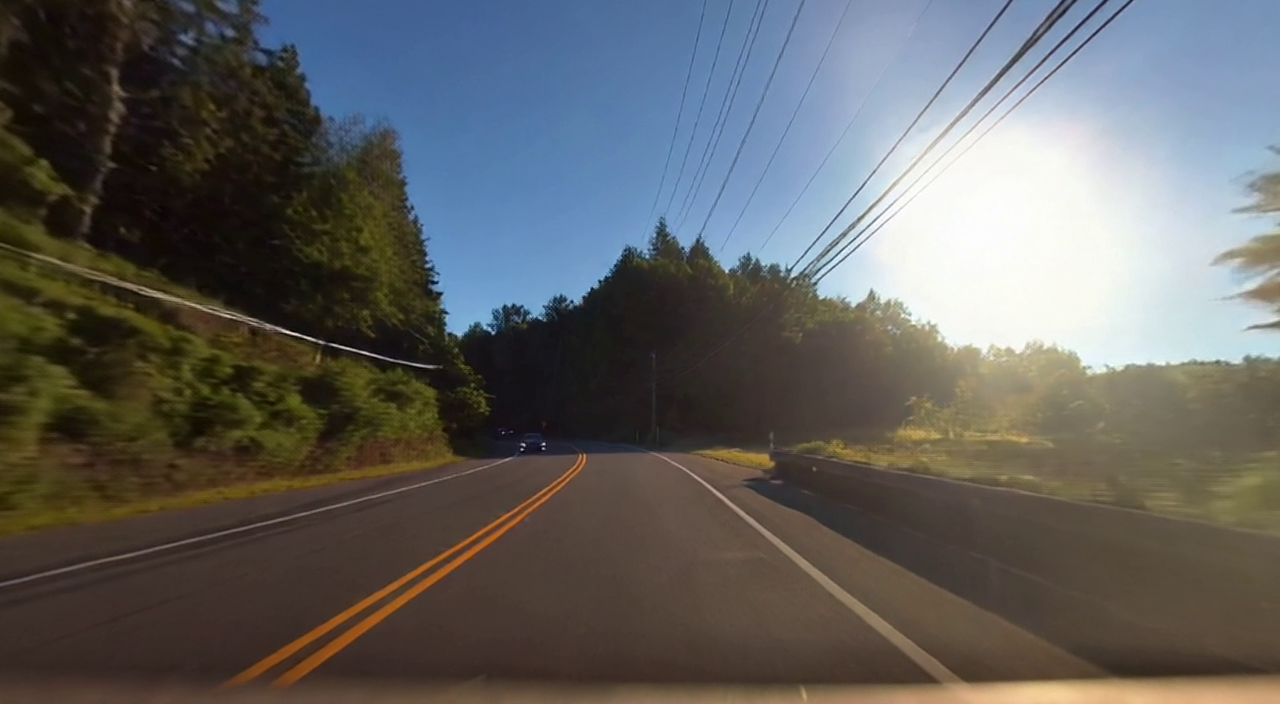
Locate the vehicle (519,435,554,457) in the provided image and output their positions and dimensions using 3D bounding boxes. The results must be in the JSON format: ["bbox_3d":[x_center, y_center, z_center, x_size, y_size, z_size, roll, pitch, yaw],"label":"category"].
[{"bbox_3d":[-7.141,6.513,43.898,2.060,1.466,4.263,1,-8,-5],"label":"vehicle"}]
